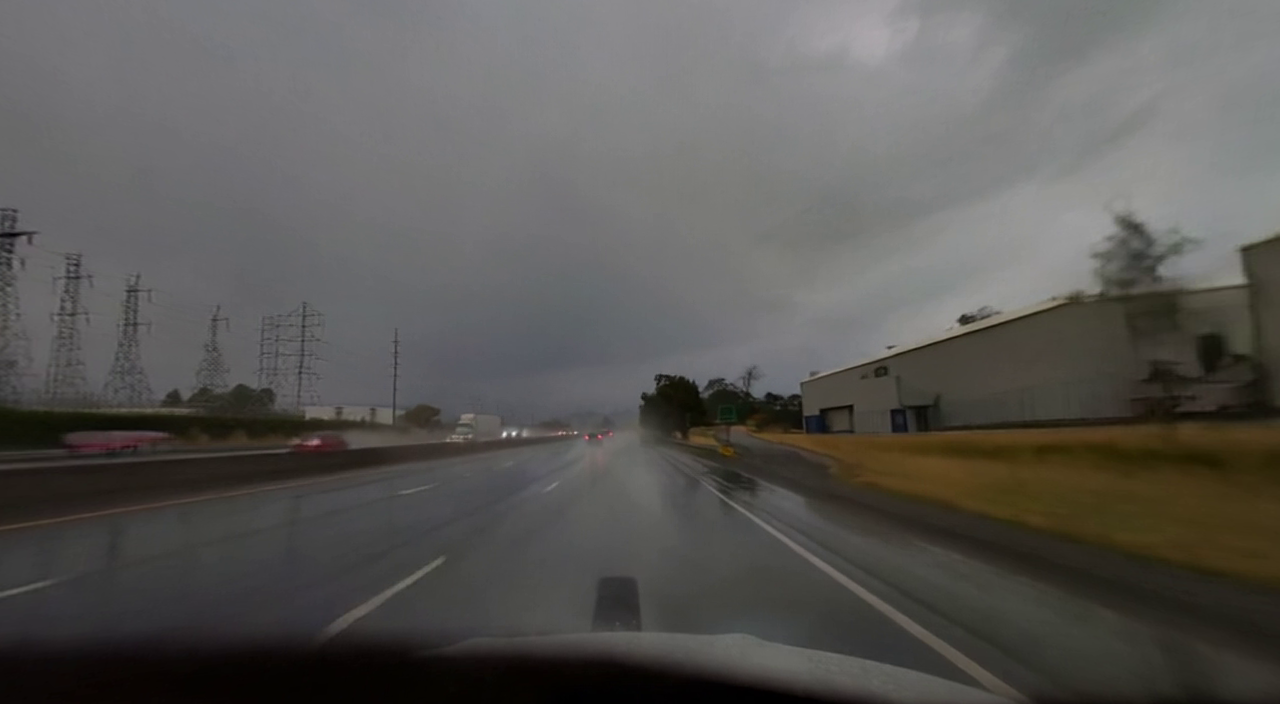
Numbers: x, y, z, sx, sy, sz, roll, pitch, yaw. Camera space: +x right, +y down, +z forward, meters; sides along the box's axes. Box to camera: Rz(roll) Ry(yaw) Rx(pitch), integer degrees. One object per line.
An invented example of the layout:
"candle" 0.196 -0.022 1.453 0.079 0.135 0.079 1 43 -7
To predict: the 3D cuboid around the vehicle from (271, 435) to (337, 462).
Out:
"vehicle" -19.444 5.574 36.652 1.788 1.433 3.806 0 -8 -1
